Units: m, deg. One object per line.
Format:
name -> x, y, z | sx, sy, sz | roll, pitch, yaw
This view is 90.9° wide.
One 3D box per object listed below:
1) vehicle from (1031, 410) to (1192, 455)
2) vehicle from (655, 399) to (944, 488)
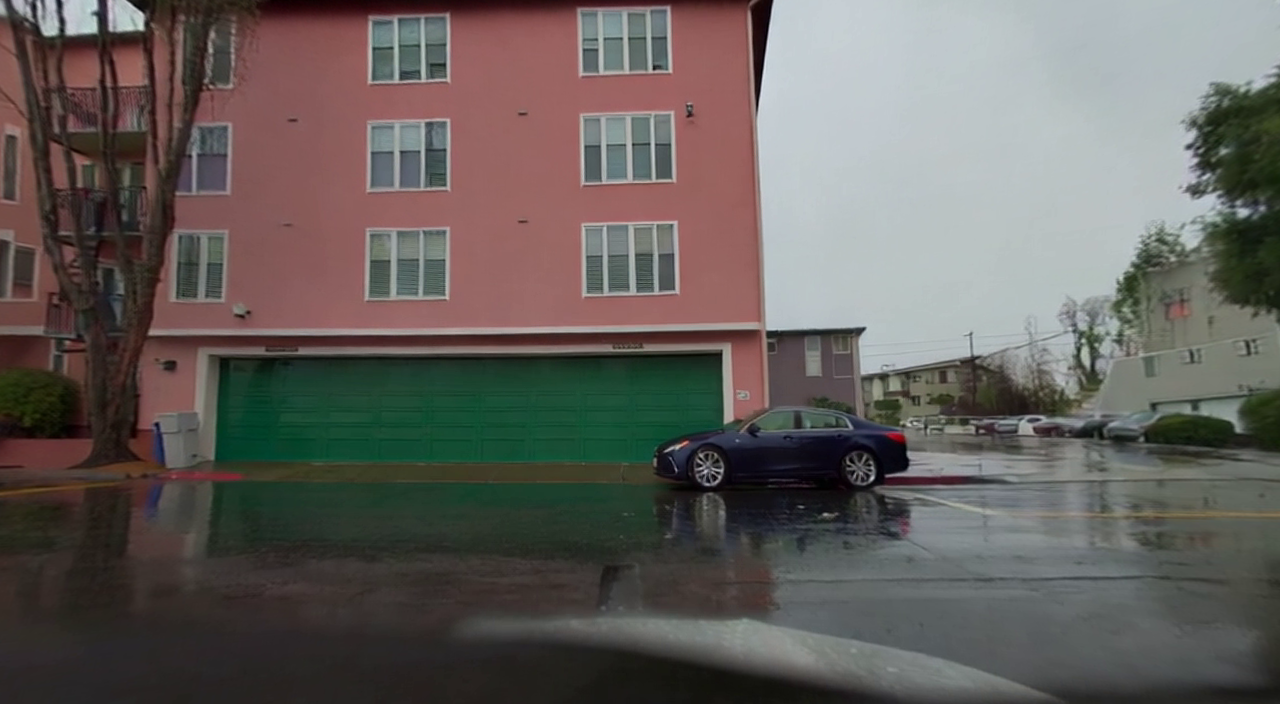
vehicle -> 16.156, 2.796, 21.787 | 3.905, 1.475, 2.057 | 0, -8, 0
vehicle -> 2.625, 1.646, 11.338 | 4.697, 1.444, 1.825 | 0, -8, 1
